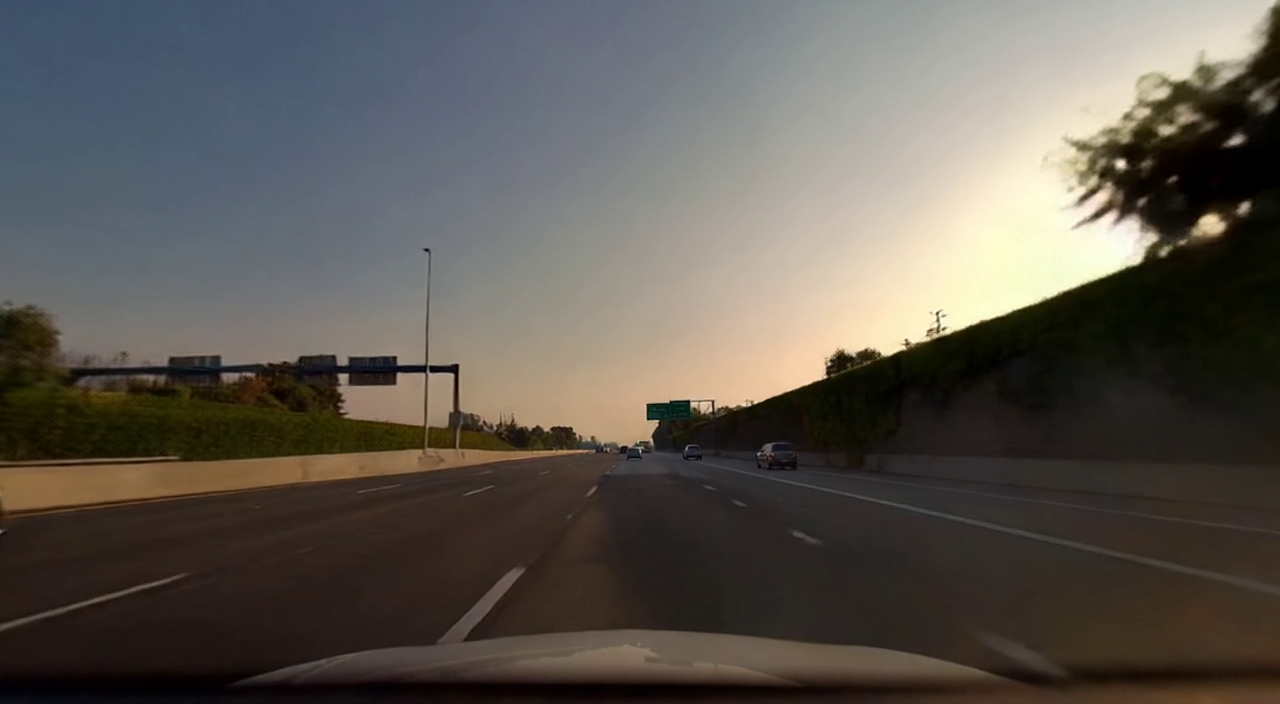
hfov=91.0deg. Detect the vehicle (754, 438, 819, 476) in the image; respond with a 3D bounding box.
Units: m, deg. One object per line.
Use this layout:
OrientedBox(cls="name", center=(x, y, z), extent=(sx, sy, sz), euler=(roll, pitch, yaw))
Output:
OrientedBox(cls="vehicle", center=(7.275, 5.268, 31.763), extent=(2.167, 1.781, 4.340), euler=(0, -9, -1))
